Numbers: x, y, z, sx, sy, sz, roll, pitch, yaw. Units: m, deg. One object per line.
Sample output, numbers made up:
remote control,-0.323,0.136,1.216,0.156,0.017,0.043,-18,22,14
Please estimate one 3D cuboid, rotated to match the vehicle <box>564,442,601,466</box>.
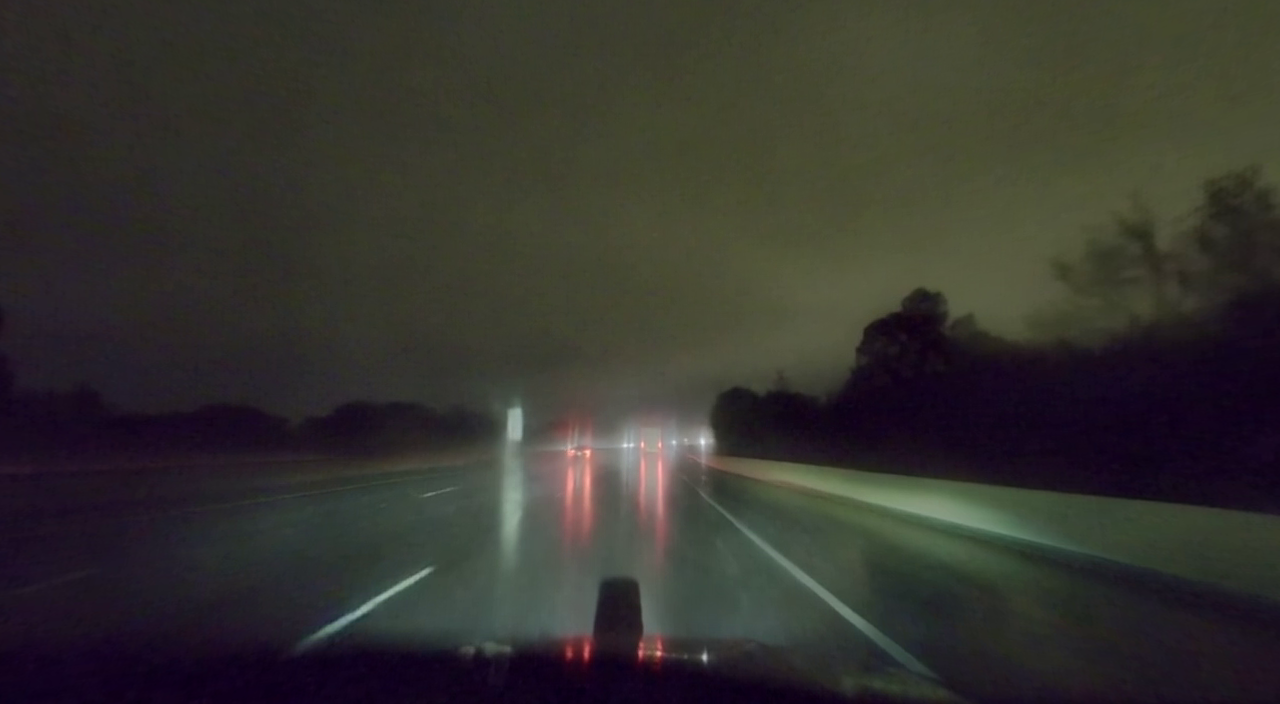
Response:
vehicle,-3.928,7.077,43.691,1.961,1.540,4.487,-1,-9,2
